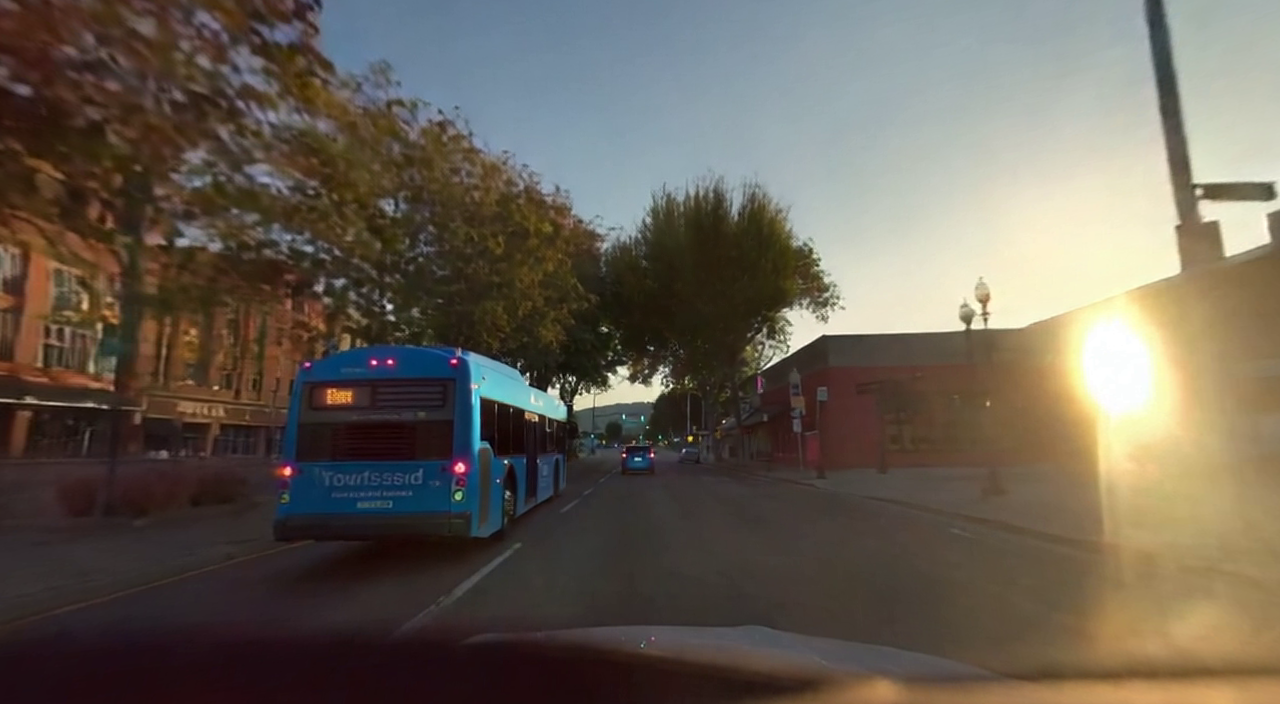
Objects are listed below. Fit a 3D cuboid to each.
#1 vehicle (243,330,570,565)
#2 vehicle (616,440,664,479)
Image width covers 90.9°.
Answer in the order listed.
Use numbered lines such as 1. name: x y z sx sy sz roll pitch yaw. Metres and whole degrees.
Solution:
1. vehicle: -3.353 1.742 12.151 2.920 2.884 8.588 0 -8 1
2. vehicle: 0.042 5.051 29.853 2.120 1.727 3.917 0 -9 1
